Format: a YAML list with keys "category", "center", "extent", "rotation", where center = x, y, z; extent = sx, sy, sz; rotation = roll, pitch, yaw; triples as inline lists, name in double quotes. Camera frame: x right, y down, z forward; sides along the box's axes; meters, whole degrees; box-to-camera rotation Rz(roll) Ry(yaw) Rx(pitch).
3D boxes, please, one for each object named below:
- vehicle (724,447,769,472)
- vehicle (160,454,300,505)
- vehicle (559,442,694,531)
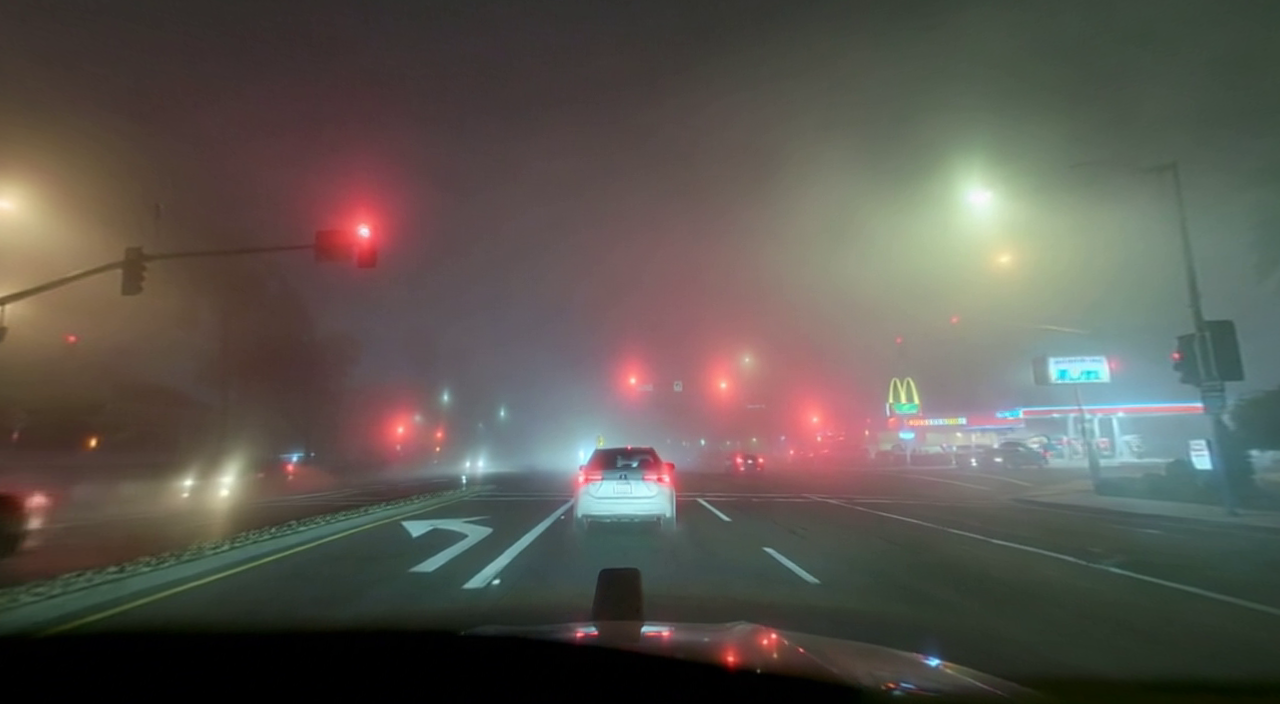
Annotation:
- category: "vehicle"
  center: [6.733, 6.812, 40.354]
  extent: [2.017, 1.491, 4.420]
  rotation: [0, -8, -1]
- category: "vehicle"
  center: [-15.211, 4.719, 23.850]
  extent: [2.120, 1.629, 4.686]
  rotation: [0, -8, 0]
- category: "vehicle"
  center: [-0.247, 2.606, 12.988]
  extent: [2.270, 1.475, 4.571]
  rotation: [0, -8, -1]
